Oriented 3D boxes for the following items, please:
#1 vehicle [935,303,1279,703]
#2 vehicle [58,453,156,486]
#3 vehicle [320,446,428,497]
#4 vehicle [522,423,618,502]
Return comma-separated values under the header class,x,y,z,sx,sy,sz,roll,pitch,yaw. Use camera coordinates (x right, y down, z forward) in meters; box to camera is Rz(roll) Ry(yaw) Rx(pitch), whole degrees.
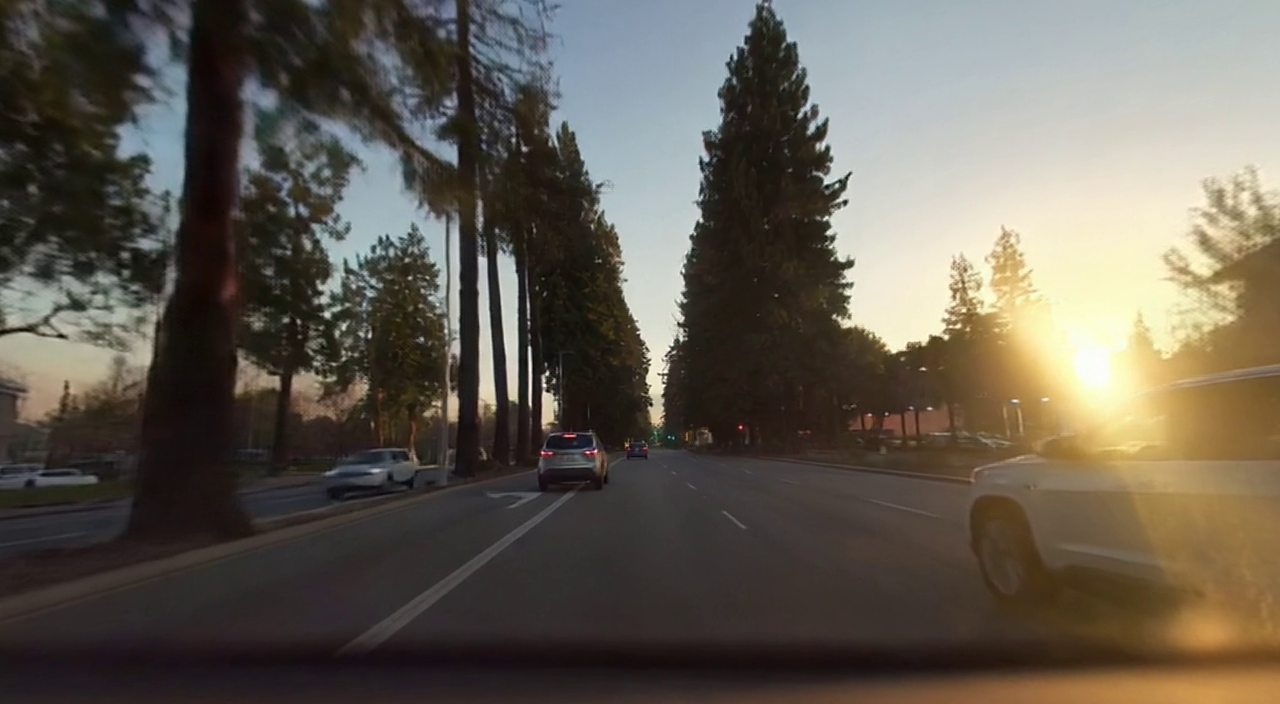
class,x,y,z,sx,sy,sz,roll,pitch,yaw
vehicle,3.497,0.747,2.633,2.238,1.767,4.563,0,-8,-1
vehicle,-28.478,6.258,33.837,3.590,1.477,1.837,-3,-8,0
vehicle,-8.989,4.033,21.739,2.001,1.579,3.930,0,-8,0
vehicle,-1.829,3.030,17.786,2.300,1.870,4.936,0,-8,-3
